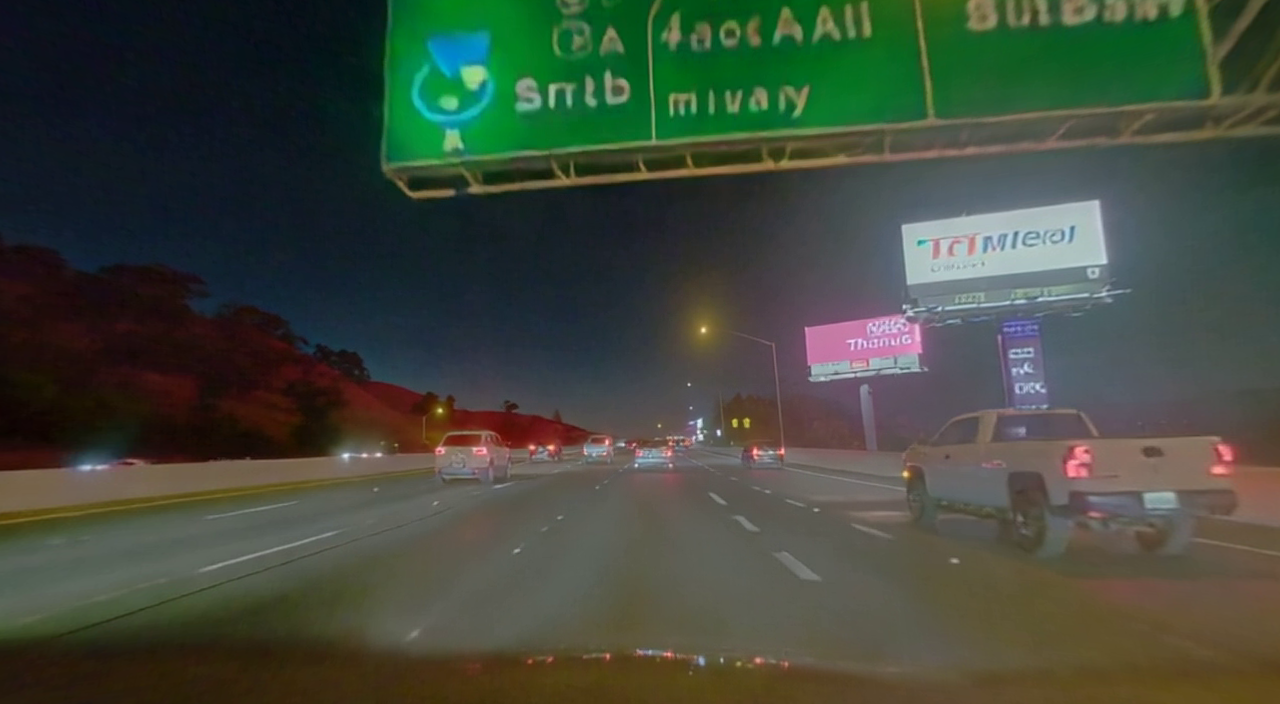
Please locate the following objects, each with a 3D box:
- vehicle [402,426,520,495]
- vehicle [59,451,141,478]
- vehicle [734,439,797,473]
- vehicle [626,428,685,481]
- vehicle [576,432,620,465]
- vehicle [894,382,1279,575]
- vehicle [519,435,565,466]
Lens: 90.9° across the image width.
[{"bbox_3d":[-5.280,3.278,19.427,2.160,1.799,5.001,0,-8,0],"label":"vehicle"},{"bbox_3d":[-29.230,6.092,34.271,1.461,1.361,3.314,0,-8,1],"label":"vehicle"},{"bbox_3d":[5.736,4.815,29.386,1.998,1.456,4.338,0,-8,-1],"label":"vehicle"},{"bbox_3d":[0.556,3.844,23.854,2.052,1.808,3.898,0,-8,1],"label":"vehicle"},{"bbox_3d":[-2.619,6.273,41.014,2.316,1.999,5.765,0,-8,1],"label":"vehicle"},{"bbox_3d":[5.499,1.571,8.535,2.029,1.859,4.669,0,-8,-1],"label":"vehicle"},{"bbox_3d":[-6.101,6.231,39.861,2.036,1.813,4.564,-1,-8,2],"label":"vehicle"}]
